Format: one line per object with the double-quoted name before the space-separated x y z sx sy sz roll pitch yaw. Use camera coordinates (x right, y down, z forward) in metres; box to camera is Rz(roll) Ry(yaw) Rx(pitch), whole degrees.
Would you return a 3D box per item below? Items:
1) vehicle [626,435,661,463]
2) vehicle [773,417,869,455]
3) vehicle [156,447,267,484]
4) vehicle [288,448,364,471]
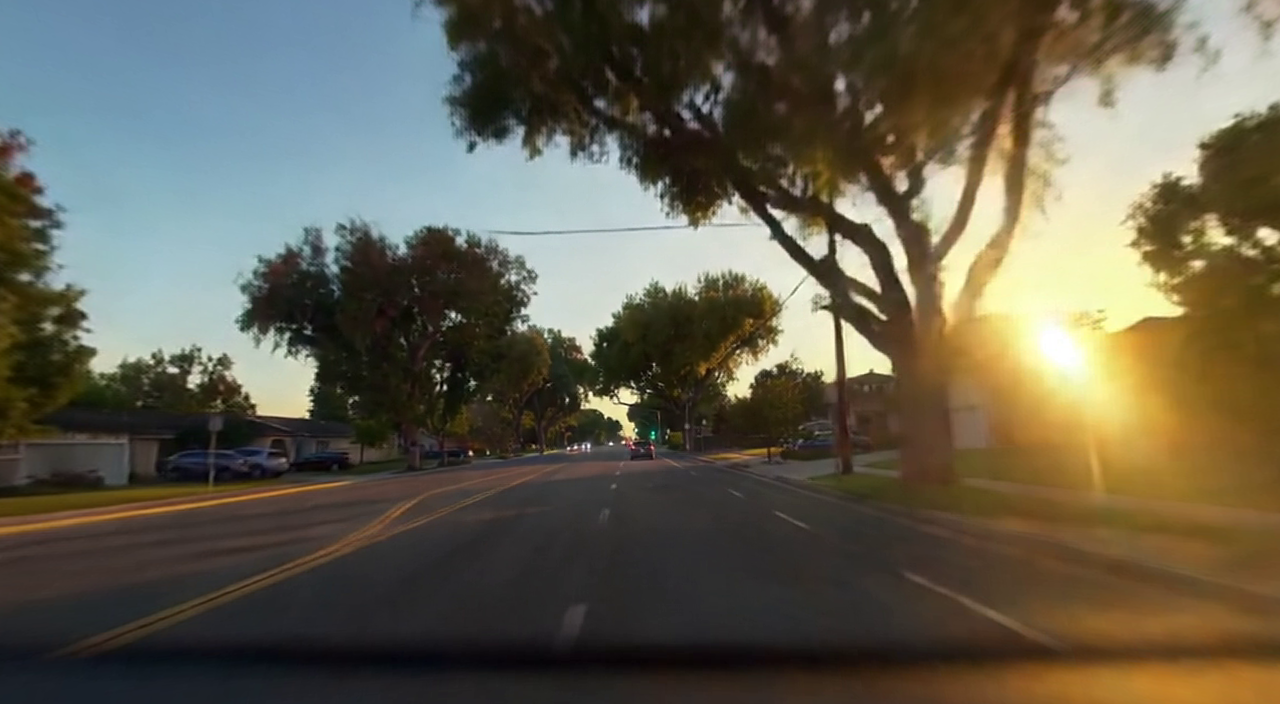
"vehicle" 0.159 6.618 43.187 2.215 1.799 4.426 0 -8 -2
"vehicle" 11.863 5.542 41.620 5.577 2.450 2.199 0 -8 -3
"vehicle" -21.386 5.651 31.645 4.206 1.721 1.807 0 -8 0
"vehicle" -22.252 7.624 44.883 4.363 1.503 1.859 0 -8 -3
